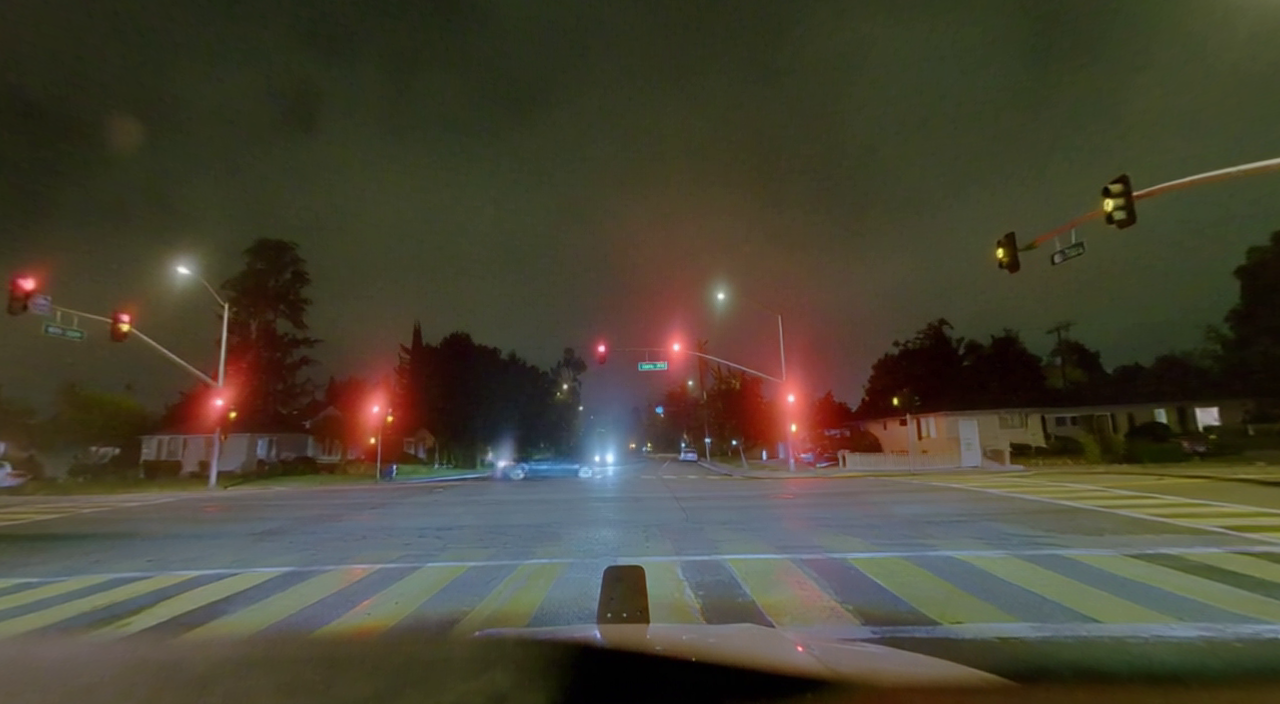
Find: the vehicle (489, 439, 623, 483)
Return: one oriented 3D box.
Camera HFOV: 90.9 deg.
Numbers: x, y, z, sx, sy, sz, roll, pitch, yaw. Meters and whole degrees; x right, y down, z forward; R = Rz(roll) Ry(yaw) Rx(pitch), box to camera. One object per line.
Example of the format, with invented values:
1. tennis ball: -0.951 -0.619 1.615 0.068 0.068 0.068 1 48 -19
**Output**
1. vehicle: -2.906 3.892 22.646 4.562 1.460 1.822 0 -8 0
